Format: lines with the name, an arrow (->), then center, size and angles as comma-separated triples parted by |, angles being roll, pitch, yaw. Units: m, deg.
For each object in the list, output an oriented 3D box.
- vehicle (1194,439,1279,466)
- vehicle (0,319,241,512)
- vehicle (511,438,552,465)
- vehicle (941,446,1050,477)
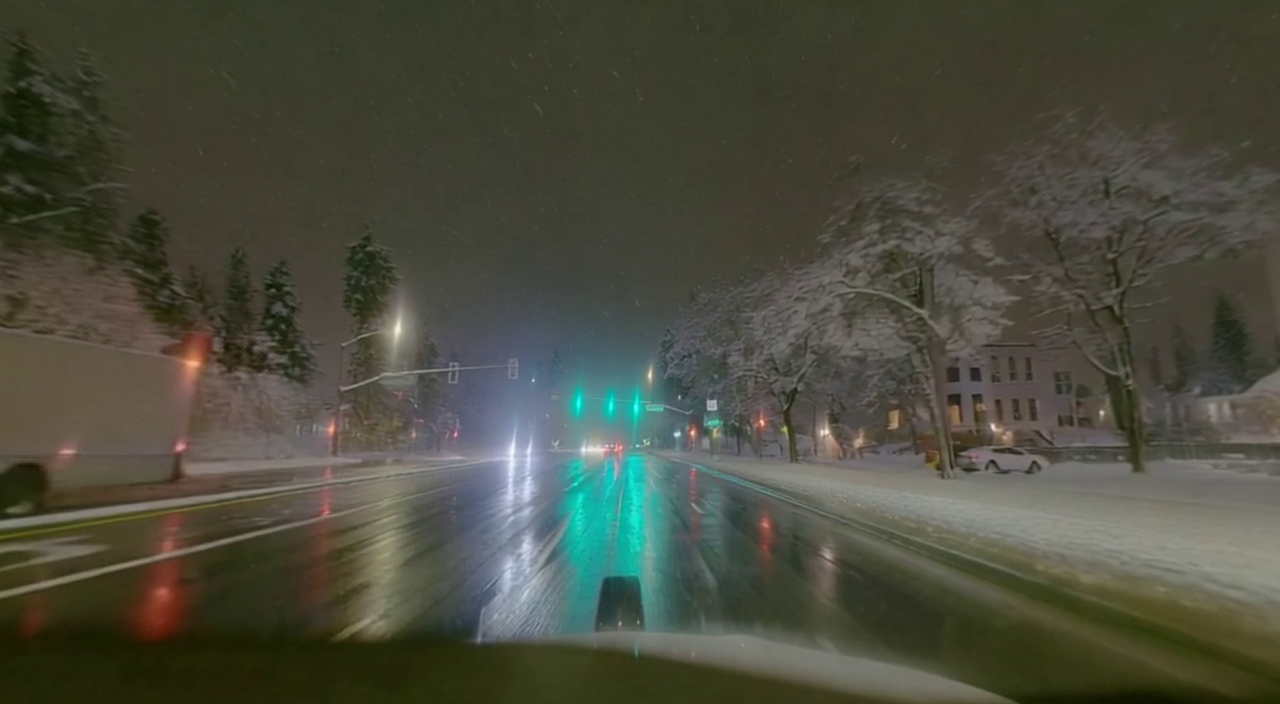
vehicle -> 34.215, 5.577, 35.111 | 4.593, 1.460, 1.926 | -3, -9, 16
vehicle -> -15.189, 1.333, 13.297 | 2.978, 4.087, 16.920 | 0, -8, -1
vehicle -> -7.115, 6.555, 41.924 | 1.946, 1.680, 4.203 | 0, -8, 0
vehicle -> 18.299, 5.647, 32.732 | 4.455, 1.475, 1.971 | -2, -9, 14
